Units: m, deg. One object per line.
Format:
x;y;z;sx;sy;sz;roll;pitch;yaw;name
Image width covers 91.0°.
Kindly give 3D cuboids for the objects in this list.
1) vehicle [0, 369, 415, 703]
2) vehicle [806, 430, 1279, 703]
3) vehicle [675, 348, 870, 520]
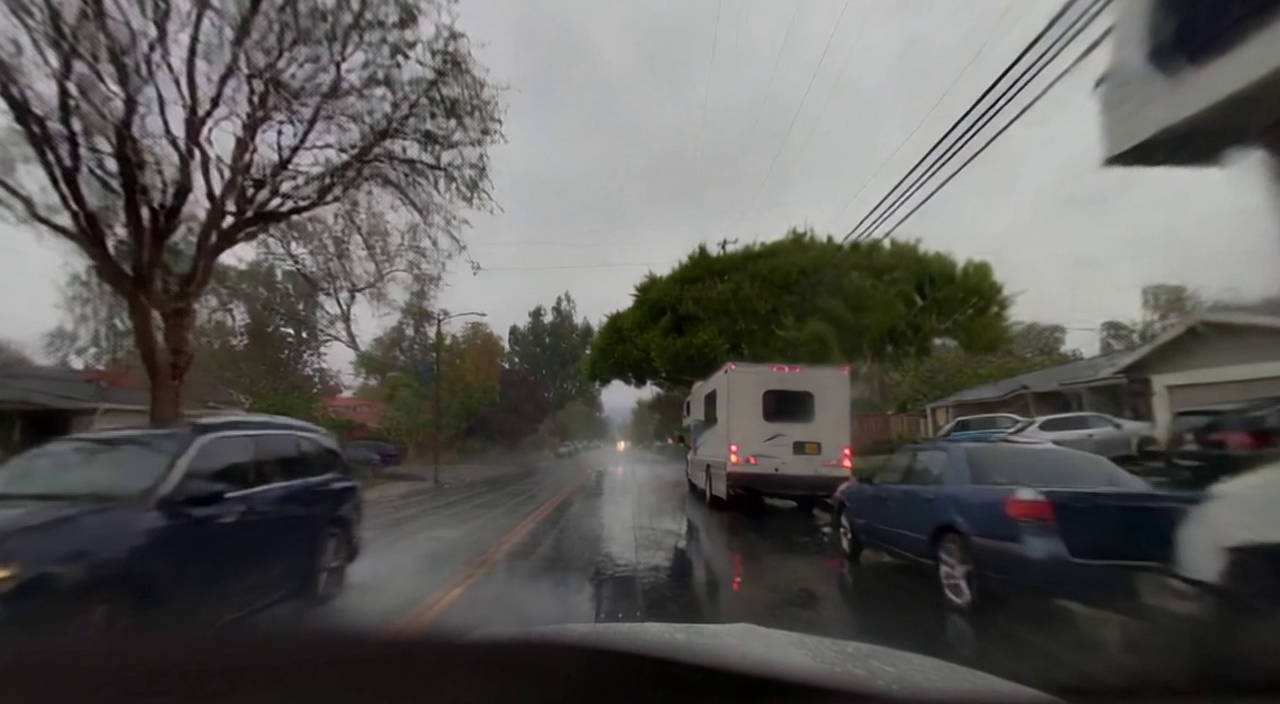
-3.605;1.267;4.940;2.194;1.763;4.288;0;-8;-2;vehicle
3.163;1.479;5.676;1.870;1.429;4.743;0;-8;-2;vehicle
2.742;2.185;16.426;2.915;3.243;8.972;0;-8;-1;vehicle
